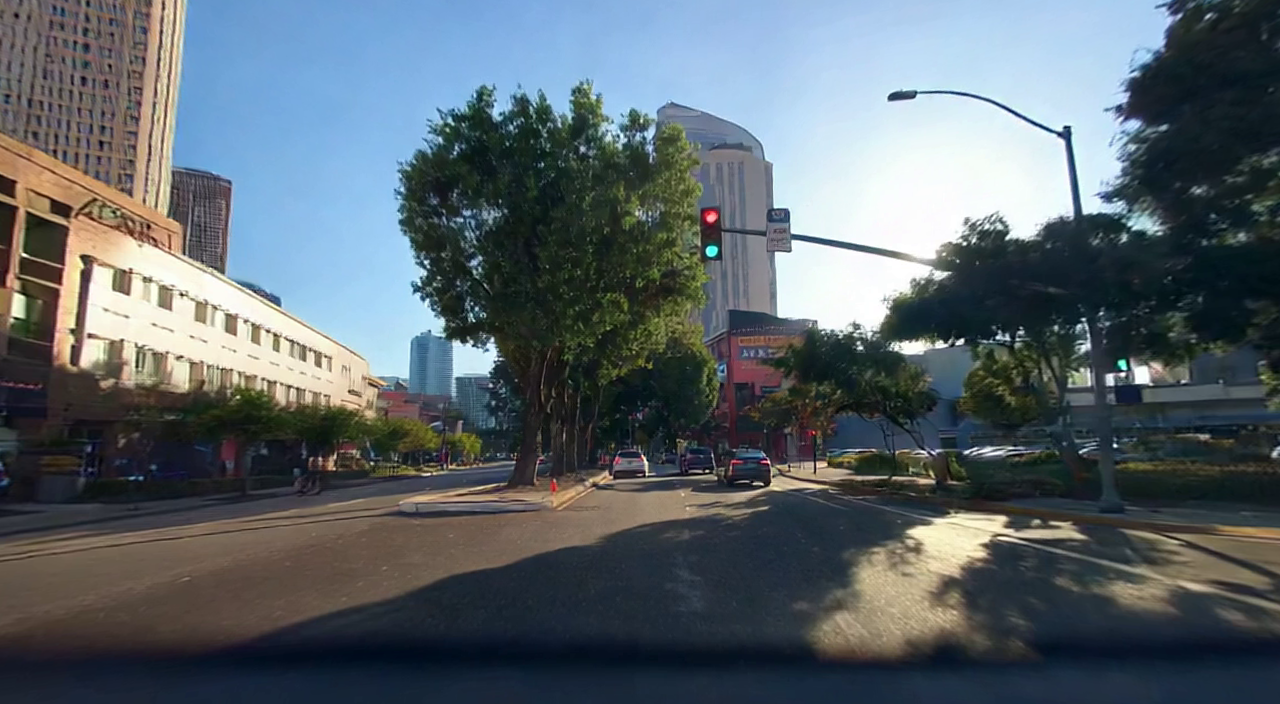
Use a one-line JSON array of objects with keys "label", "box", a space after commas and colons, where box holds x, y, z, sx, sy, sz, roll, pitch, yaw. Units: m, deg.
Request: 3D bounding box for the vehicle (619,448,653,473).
[{"label": "vehicle", "box": [-0.291, 6.993, 40.830, 2.068, 1.512, 3.987, 0, -9, -2]}]

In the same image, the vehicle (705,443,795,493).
[{"label": "vehicle", "box": [3.759, 4.034, 22.345, 1.966, 1.596, 3.980, 1, -9, -8]}]

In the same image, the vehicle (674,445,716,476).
[{"label": "vehicle", "box": [3.304, 6.596, 38.724, 2.046, 1.768, 4.370, 0, -9, -2]}]

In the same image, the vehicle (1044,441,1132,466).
[{"label": "vehicle", "box": [32.987, 7.475, 46.610, 4.894, 1.710, 2.075, 0, -8, 0]}]
